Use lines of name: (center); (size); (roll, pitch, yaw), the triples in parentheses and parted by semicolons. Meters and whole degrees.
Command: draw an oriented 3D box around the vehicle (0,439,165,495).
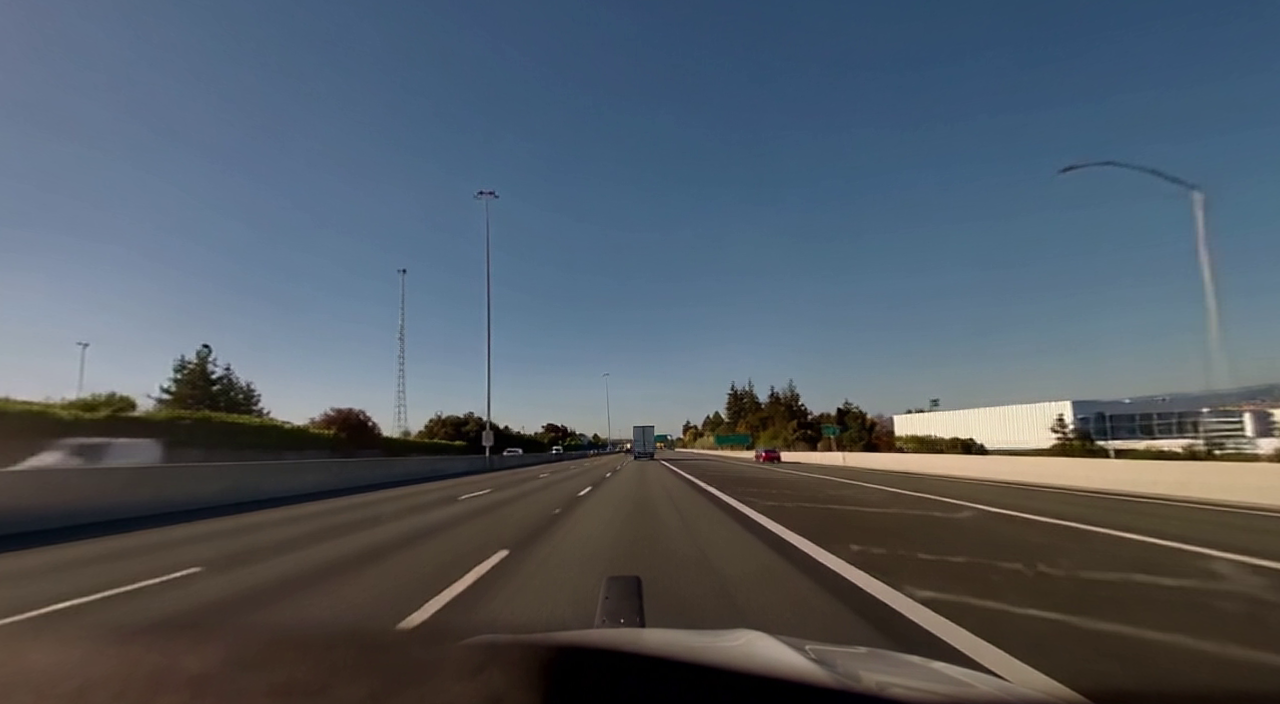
vehicle: (-19.701, 3.951, 22.064); (2.114, 1.707, 5.174); (0, -9, 0)
